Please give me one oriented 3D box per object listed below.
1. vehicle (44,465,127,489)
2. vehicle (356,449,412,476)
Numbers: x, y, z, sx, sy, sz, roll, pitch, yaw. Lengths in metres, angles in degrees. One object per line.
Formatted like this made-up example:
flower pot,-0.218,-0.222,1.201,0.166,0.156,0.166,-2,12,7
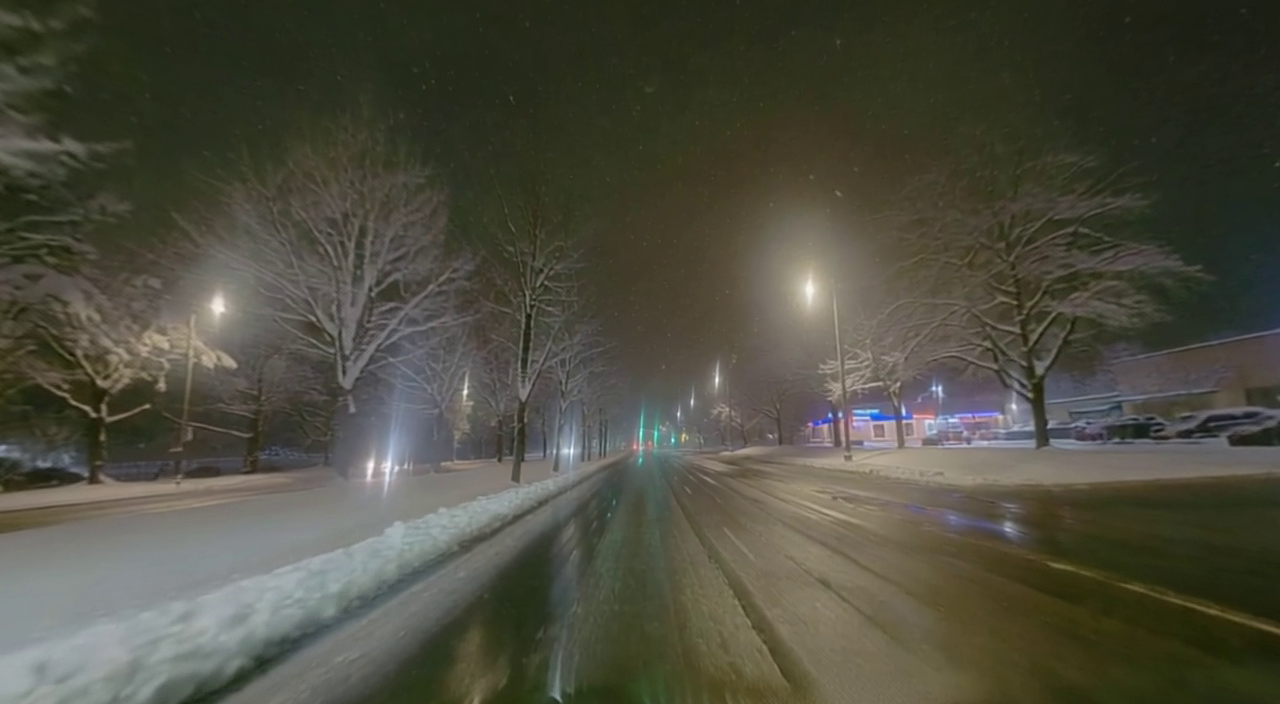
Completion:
vehicle,-37.493,8.440,42.746,1.736,1.393,4.317,0,-8,0
vehicle,-16.255,6.934,39.874,2.129,1.494,5.184,6,-10,-34
